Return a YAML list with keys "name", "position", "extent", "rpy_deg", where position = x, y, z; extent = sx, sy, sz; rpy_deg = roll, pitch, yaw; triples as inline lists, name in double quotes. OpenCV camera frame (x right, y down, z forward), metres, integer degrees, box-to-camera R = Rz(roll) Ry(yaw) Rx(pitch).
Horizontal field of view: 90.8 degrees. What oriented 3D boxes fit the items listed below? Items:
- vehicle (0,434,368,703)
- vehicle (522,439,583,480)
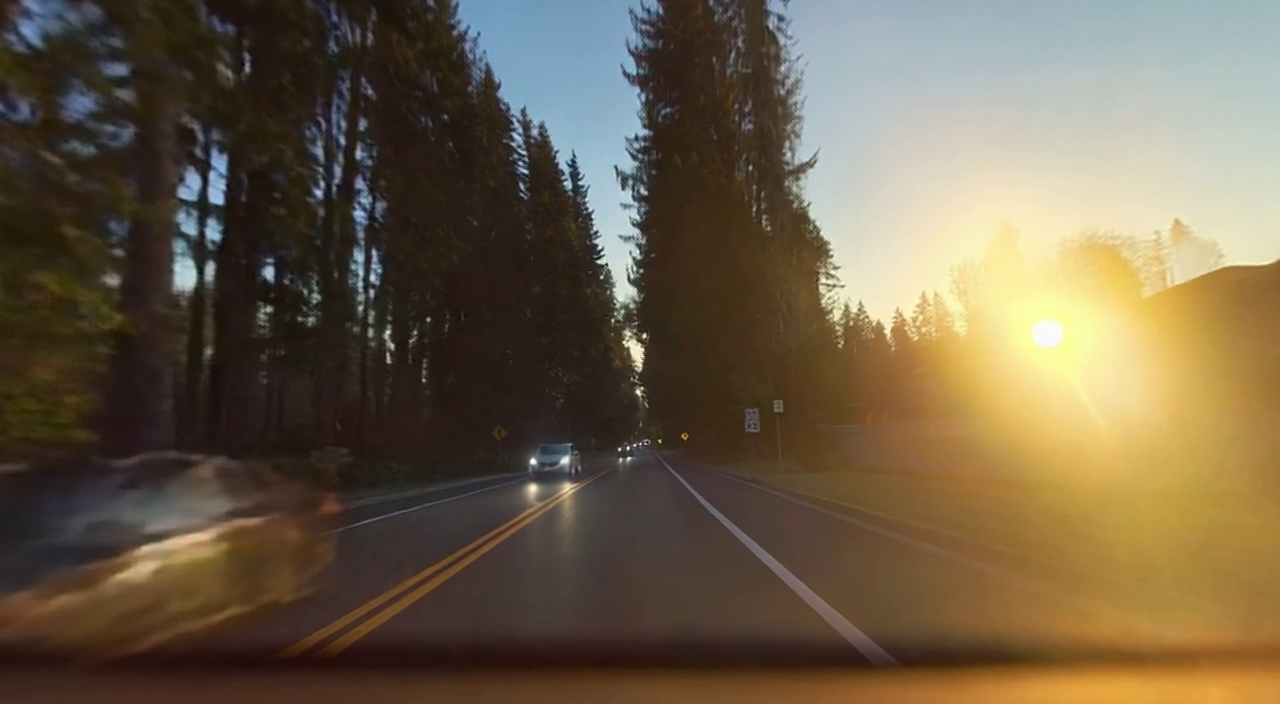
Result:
- name: "vehicle"
  position: [-4.024, 1.388, 4.651]
  extent: [2.031, 1.477, 4.450]
  rpy_deg: [0, -8, 0]
- name: "vehicle"
  position: [-4.028, 5.049, 30.016]
  extent: [2.124, 1.754, 4.791]
  rpy_deg: [0, -8, 1]
